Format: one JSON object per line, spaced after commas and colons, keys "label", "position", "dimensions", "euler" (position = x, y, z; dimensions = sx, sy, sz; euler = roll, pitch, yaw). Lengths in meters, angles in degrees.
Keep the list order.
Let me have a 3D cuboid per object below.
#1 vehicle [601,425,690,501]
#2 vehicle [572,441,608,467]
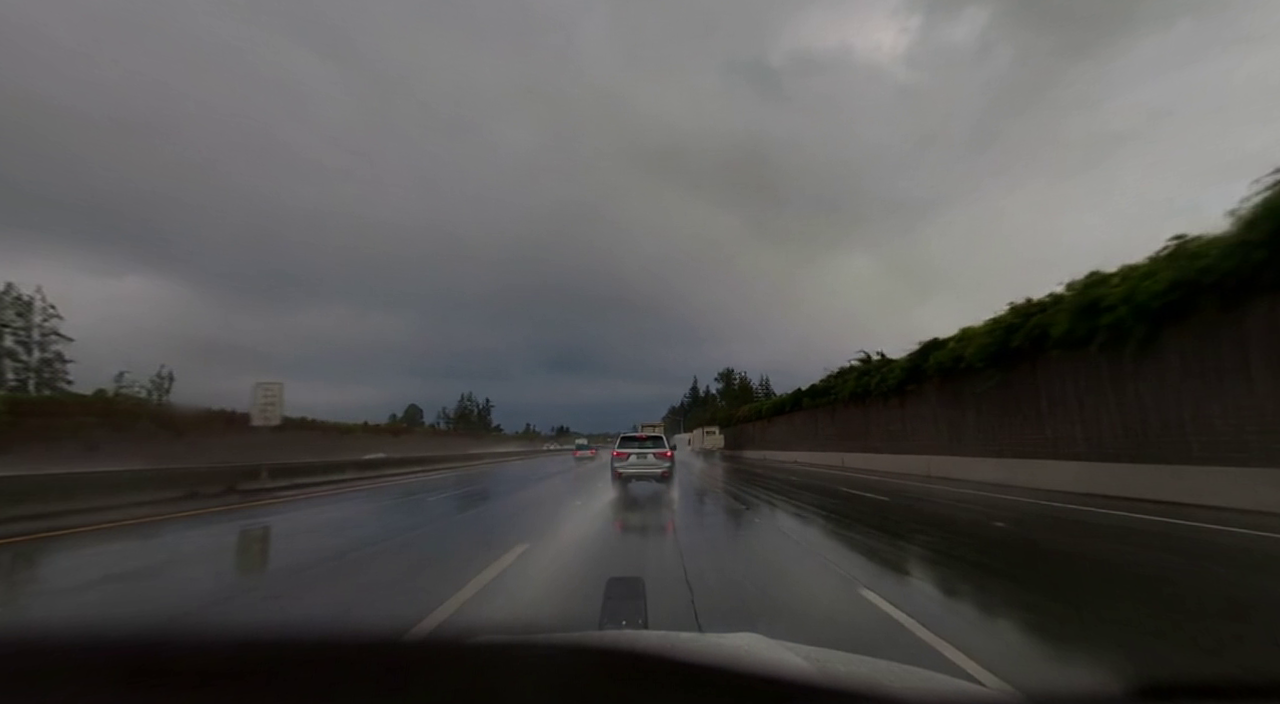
{"label": "vehicle", "position": [0.118, 2.974, 17.324], "dimensions": [2.114, 1.787, 4.365], "euler": [0, -8, 0]}
{"label": "vehicle", "position": [-3.199, 6.585, 40.987], "dimensions": [1.927, 1.555, 3.959], "euler": [0, -8, 1]}
